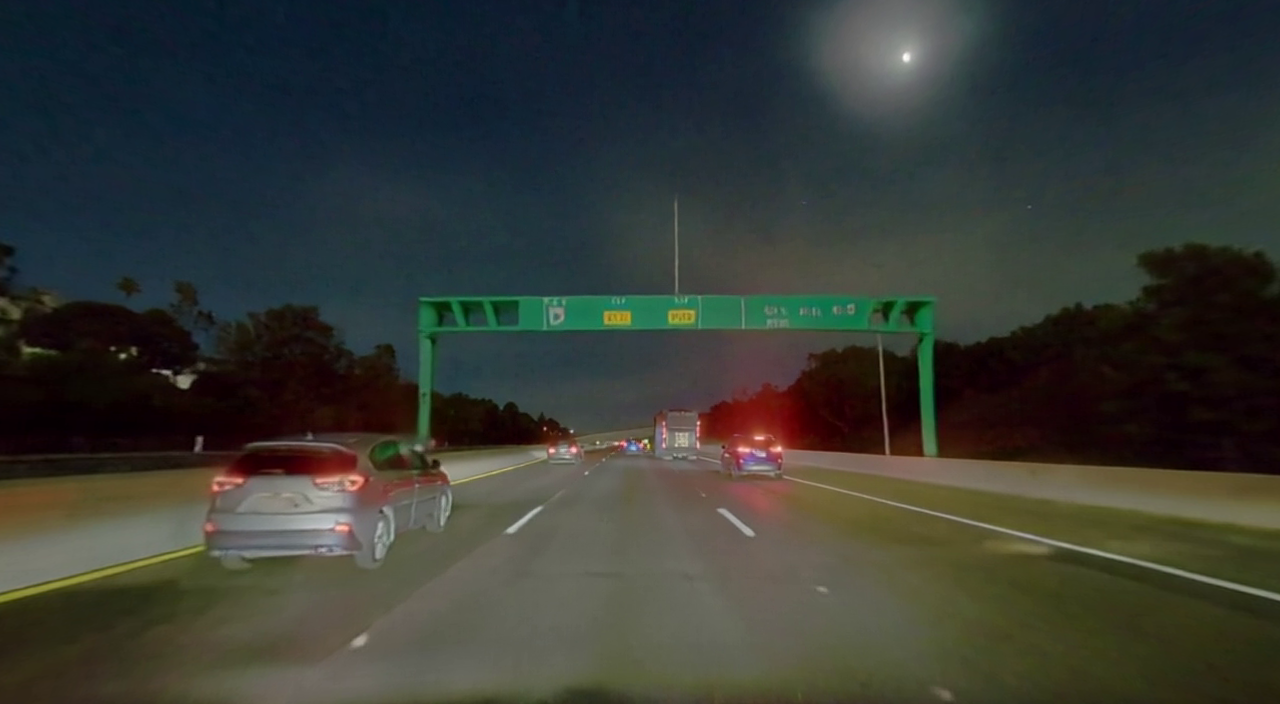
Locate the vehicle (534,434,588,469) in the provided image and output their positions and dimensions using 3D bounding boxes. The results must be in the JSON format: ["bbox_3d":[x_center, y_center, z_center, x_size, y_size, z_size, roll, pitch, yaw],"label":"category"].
[{"bbox_3d":[-3.615,4.664,29.727,2.064,1.479,4.370,0,-8,-1],"label":"vehicle"}]

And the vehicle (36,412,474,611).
[{"bbox_3d":[-3.540,1.542,7.121,2.122,1.486,4.532,0,-8,-1],"label":"vehicle"}]

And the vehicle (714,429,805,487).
[{"bbox_3d":[3.672,3.324,20.083,2.001,1.625,4.088,0,-8,-1],"label":"vehicle"}]
